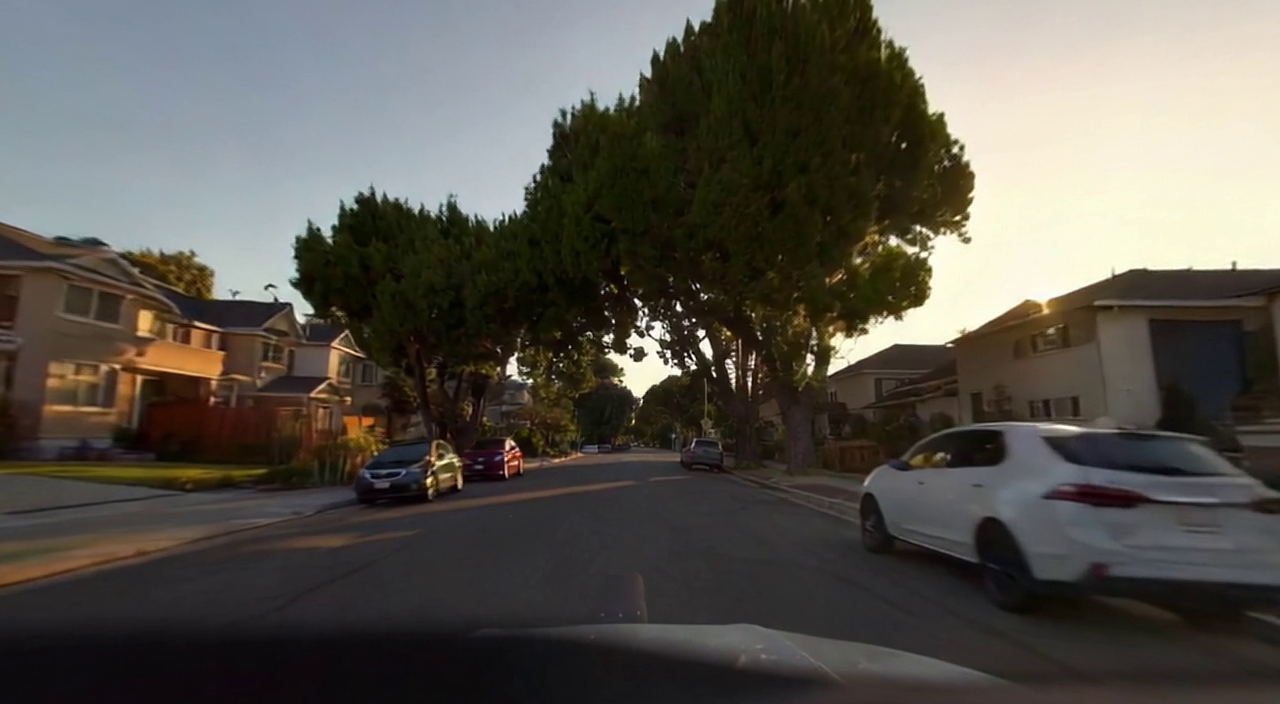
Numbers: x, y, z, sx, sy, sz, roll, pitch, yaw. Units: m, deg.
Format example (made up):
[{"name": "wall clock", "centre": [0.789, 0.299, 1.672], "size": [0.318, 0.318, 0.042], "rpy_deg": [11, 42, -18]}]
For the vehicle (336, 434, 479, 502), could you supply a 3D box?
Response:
[{"name": "vehicle", "centre": [-6.008, 3.119, 17.059], "size": [2.027, 1.544, 4.959], "rpy_deg": [0, -10, -1]}]

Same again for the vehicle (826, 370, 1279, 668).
[{"name": "vehicle", "centre": [4.079, 1.469, 6.946], "size": [2.311, 1.859, 5.880], "rpy_deg": [0, -8, 1]}]

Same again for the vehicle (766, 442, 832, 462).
[{"name": "vehicle", "centre": [11.652, 7.301, 46.194], "size": [4.277, 1.410, 1.822], "rpy_deg": [1, -8, -6]}]

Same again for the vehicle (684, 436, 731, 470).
[{"name": "vehicle", "centre": [3.761, 5.713, 35.771], "size": [2.136, 1.794, 4.598], "rpy_deg": [0, -8, 0]}]
